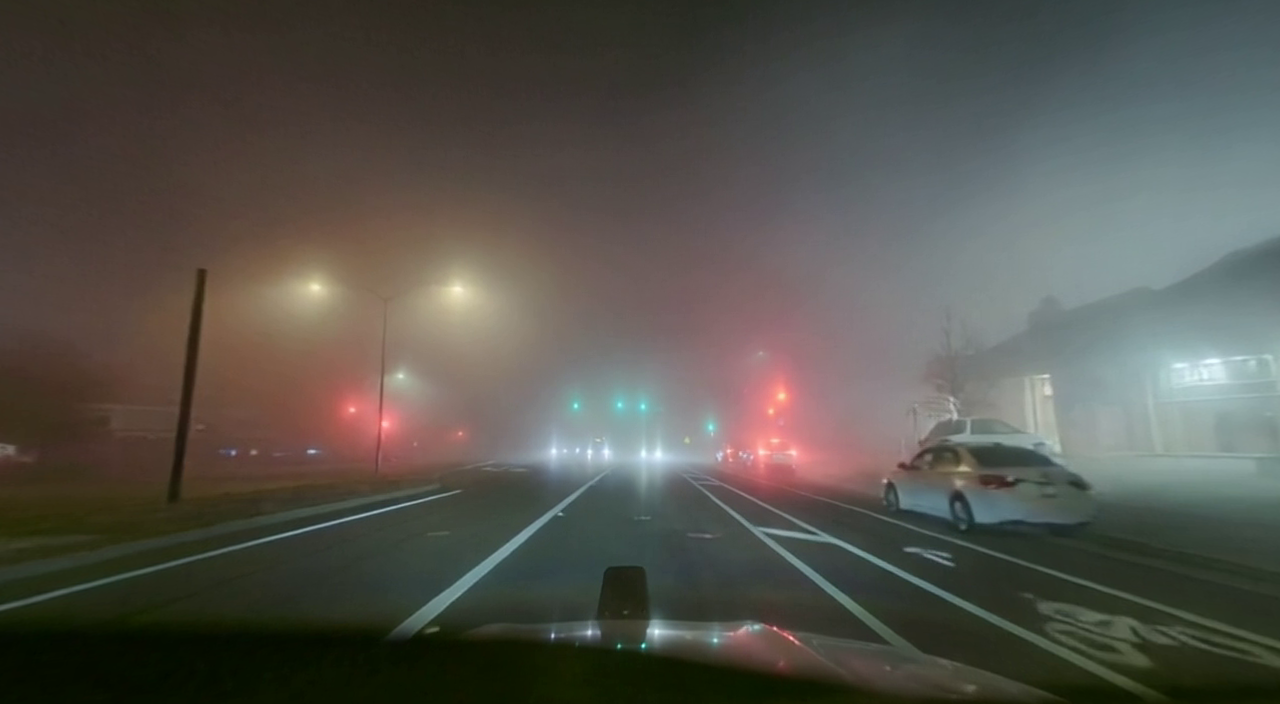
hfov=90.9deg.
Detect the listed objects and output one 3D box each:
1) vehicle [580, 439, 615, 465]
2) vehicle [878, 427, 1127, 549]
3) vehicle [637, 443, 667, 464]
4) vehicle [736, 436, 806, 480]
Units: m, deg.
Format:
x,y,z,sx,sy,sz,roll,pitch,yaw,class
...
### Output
x,y,z,sx,sy,sz,roll,pitch,yaw,class
-2.937,7.086,44.852,2.150,1.779,4.423,0,-8,1,vehicle
5.824,2.167,10.831,1.955,1.679,3.890,0,-7,0,vehicle
0.841,7.538,46.880,2.075,1.480,3.920,0,-8,-1,vehicle
5.754,4.673,28.345,2.069,1.776,4.797,0,-8,0,vehicle
